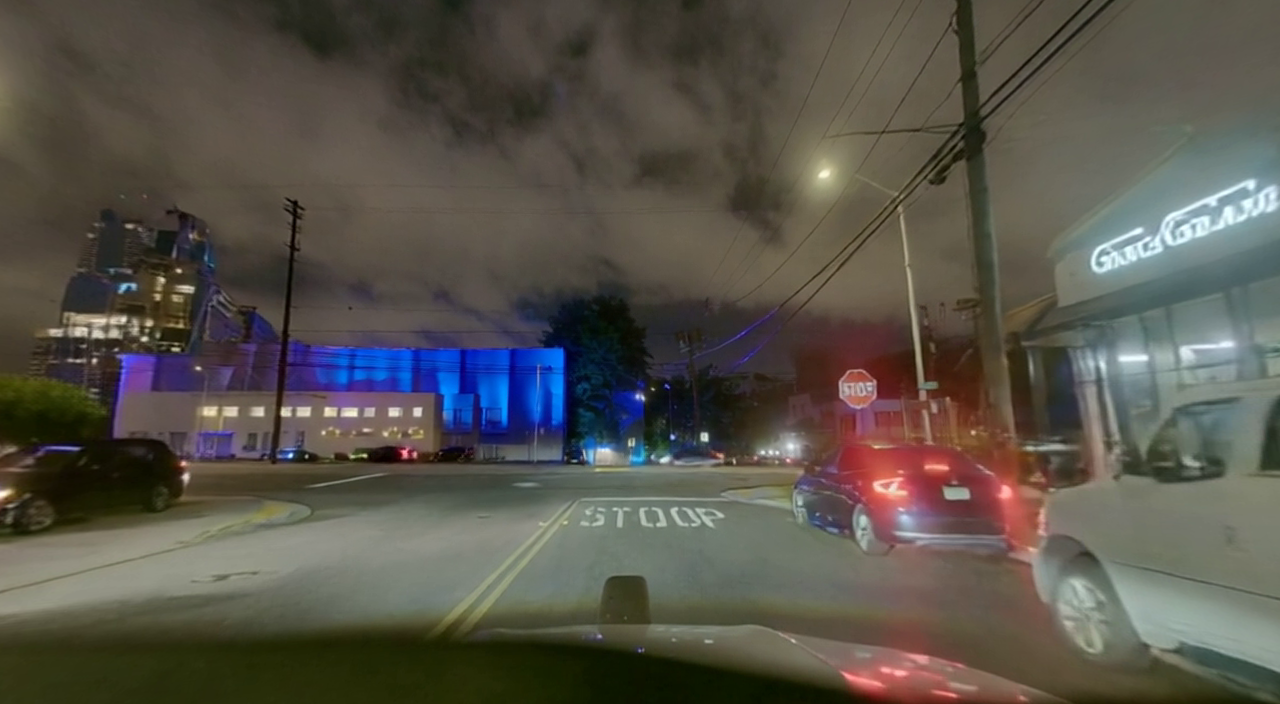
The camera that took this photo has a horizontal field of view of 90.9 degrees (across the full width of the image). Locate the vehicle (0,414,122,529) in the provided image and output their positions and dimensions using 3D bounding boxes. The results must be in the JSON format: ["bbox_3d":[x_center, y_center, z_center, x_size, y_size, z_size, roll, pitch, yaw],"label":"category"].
[{"bbox_3d":[-12.284,1.990,10.745,4.787,1.752,2.212,0,-8,-3],"label":"vehicle"}]

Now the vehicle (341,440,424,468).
[{"bbox_3d":[-17.184,6.835,42.292,4.689,1.803,1.958,0,-8,-2],"label":"vehicle"}]

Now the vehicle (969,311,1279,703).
[{"bbox_3d":[3.688,0.788,2.400,2.178,1.856,4.756,3,-7,-3],"label":"vehicle"}]

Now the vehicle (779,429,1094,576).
[{"bbox_3d":[3.620,1.916,8.993,2.041,1.495,4.815,0,-8,-2],"label":"vehicle"}]
